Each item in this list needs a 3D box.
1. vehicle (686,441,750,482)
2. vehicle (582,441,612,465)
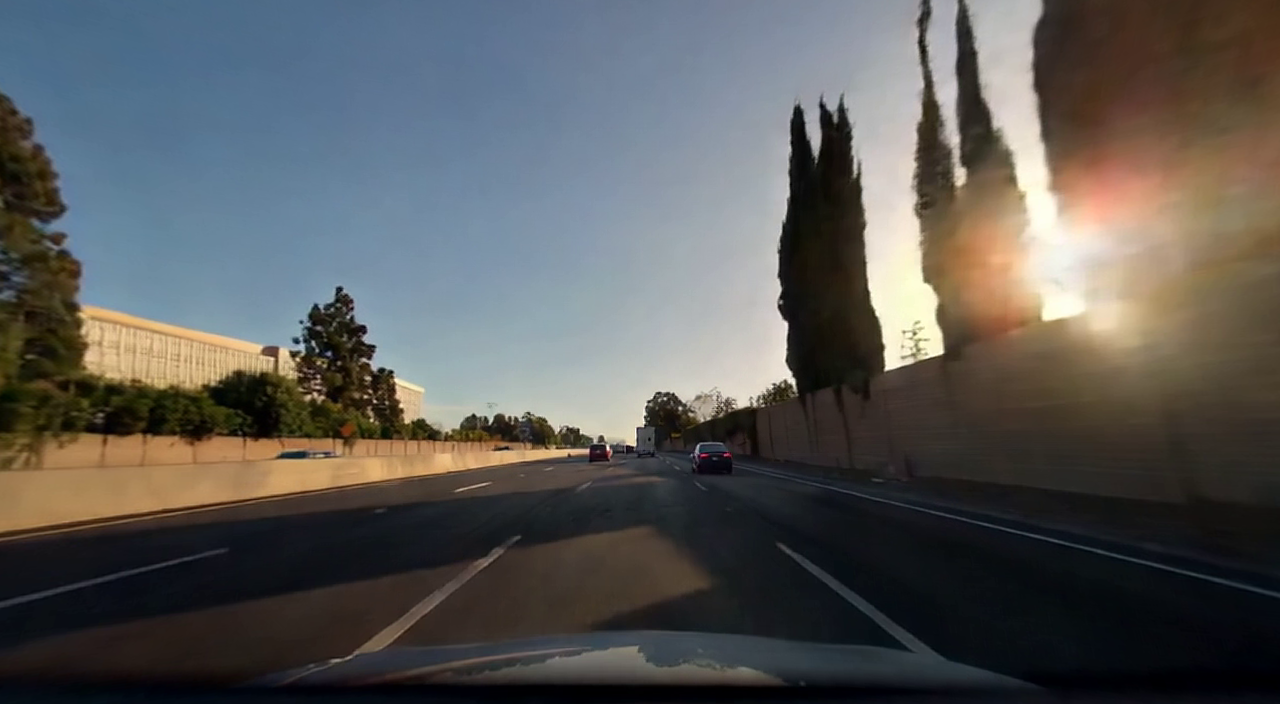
[{"bbox_3d":[3.158,4.536,26.431,1.973,1.536,4.337,0,-9,-2],"label":"vehicle"},{"bbox_3d":[-3.357,8.003,49.951,2.014,1.811,4.369,0,-9,1],"label":"vehicle"}]
